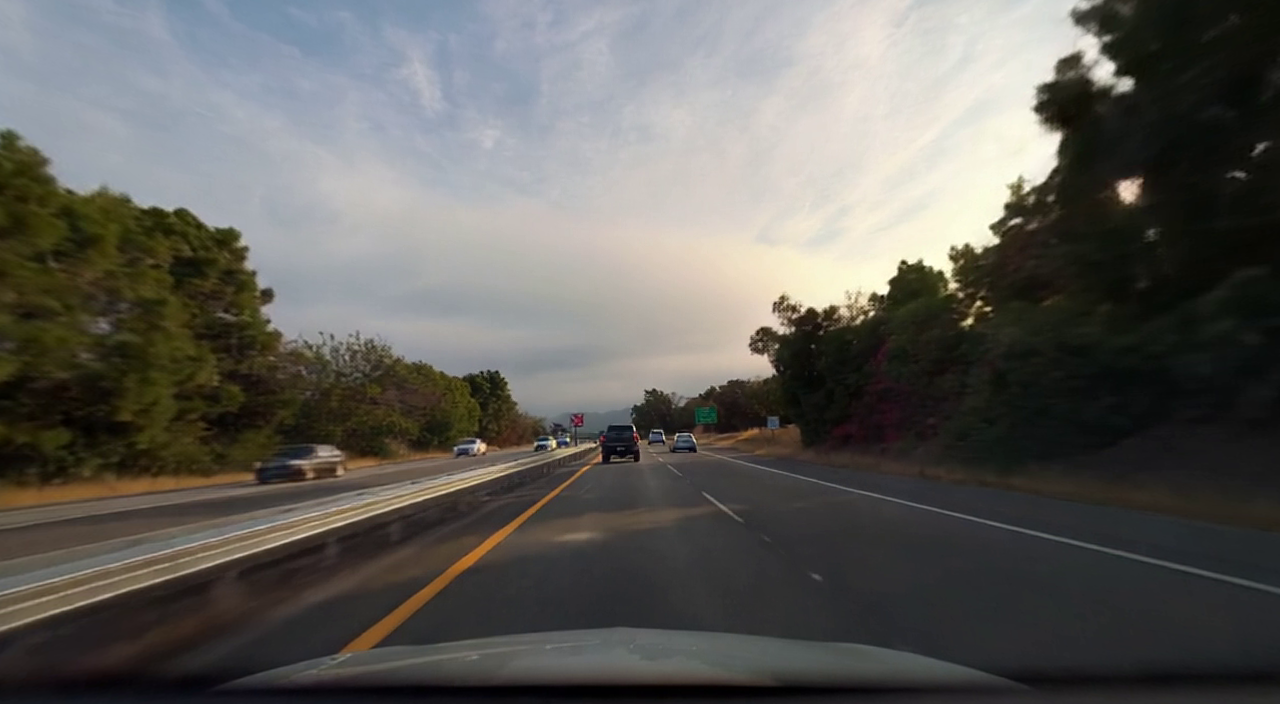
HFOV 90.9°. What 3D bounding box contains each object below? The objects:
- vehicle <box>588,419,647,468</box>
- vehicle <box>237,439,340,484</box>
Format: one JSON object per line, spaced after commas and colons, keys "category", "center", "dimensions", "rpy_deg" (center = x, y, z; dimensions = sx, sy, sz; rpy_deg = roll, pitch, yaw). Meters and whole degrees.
{"category": "vehicle", "center": [-1.011, 4.186, 29.003], "dimensions": [2.503, 2.044, 4.633], "rpy_deg": [0, -8, -1]}
{"category": "vehicle", "center": [-14.140, 4.389, 25.618], "dimensions": [1.878, 1.649, 3.987], "rpy_deg": [0, -8, 0]}
